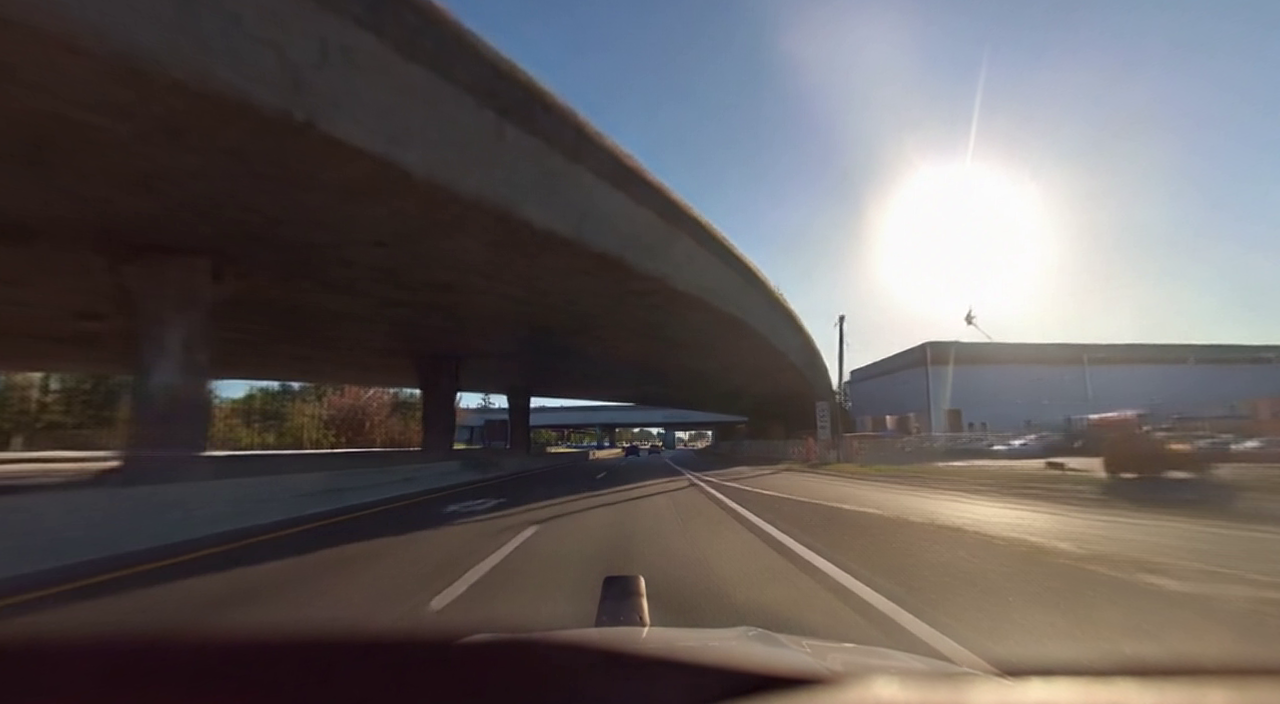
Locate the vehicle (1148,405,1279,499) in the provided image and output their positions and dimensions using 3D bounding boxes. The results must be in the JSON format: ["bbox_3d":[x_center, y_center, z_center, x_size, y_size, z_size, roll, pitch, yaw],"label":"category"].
[{"bbox_3d":[23.188,3.511,22.547,2.894,3.176,7.895,-2,-8,-4],"label":"vehicle"}]
